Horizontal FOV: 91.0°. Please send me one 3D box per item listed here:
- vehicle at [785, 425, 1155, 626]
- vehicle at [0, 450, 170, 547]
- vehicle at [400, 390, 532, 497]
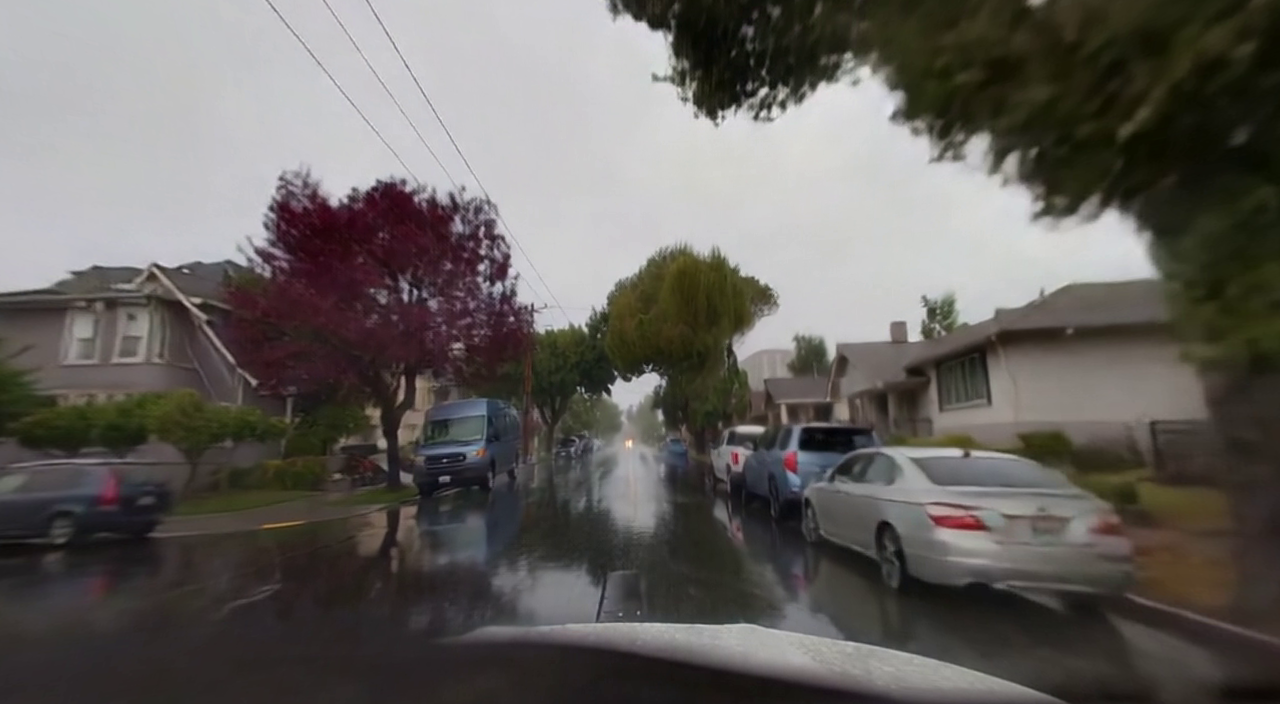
[{"bbox_3d":[3.333,1.816,7.701,2.010,1.661,4.615,-1,-8,0],"label":"vehicle"},{"bbox_3d":[-13.232,3.221,13.532,4.341,1.728,2.161,-2,-16,-5],"label":"vehicle"},{"bbox_3d":[-6.645,3.560,25.470,3.115,3.562,7.695,-2,-7,0],"label":"vehicle"}]
